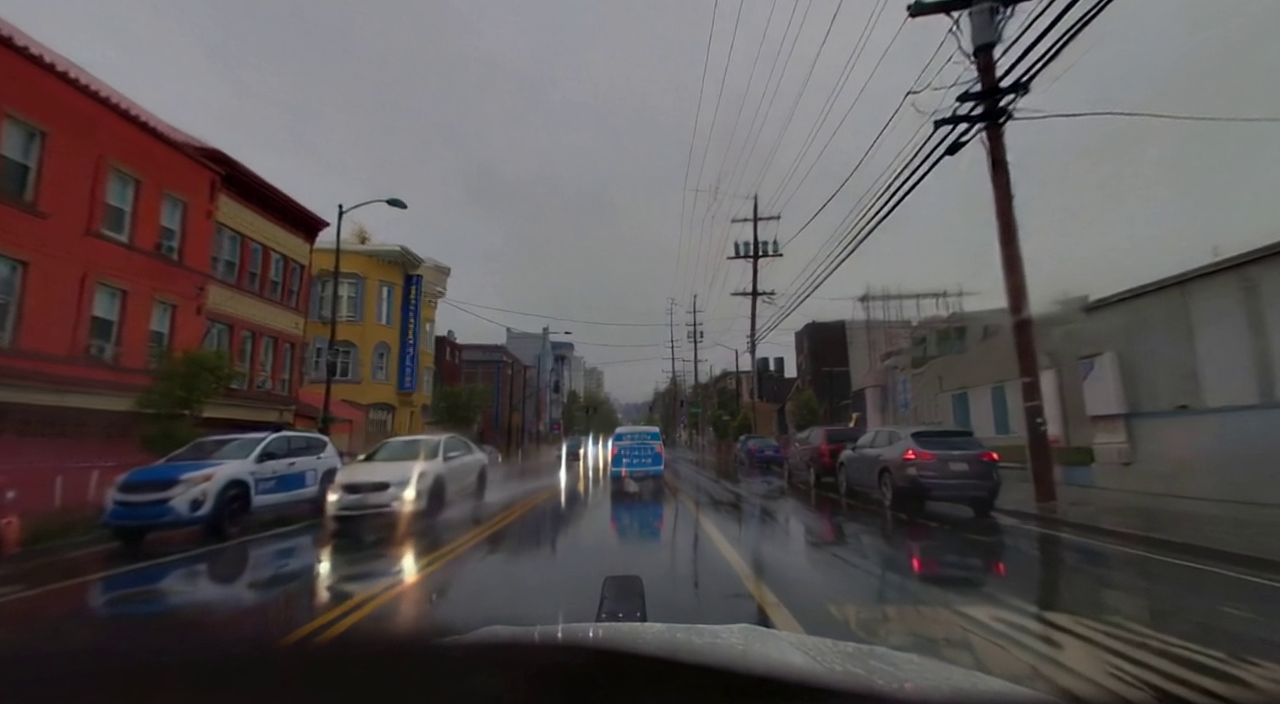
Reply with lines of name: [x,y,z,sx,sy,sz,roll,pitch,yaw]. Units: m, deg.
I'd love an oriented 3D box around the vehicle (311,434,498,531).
vehicle: [-4.234,2.396,12.267,1.944,1.515,4.428,0,-8,0]

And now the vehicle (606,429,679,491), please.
vehicle: [0.082,3.190,18.927,1.980,1.635,3.795,0,-8,0]

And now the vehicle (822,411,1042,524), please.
vehicle: [6.246,2.562,14.664,2.203,2.052,5.975,0,-8,0]

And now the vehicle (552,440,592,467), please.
vehicle: [-4.103,6.197,38.715,1.968,1.524,4.304,0,-8,0]

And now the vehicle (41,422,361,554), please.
vehicle: [-7.401,2.283,11.639,2.095,1.847,5.290,0,-8,0]

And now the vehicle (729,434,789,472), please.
vehicle: [6.384,5.512,34.667,2.197,1.917,5.637,0,-8,0]
